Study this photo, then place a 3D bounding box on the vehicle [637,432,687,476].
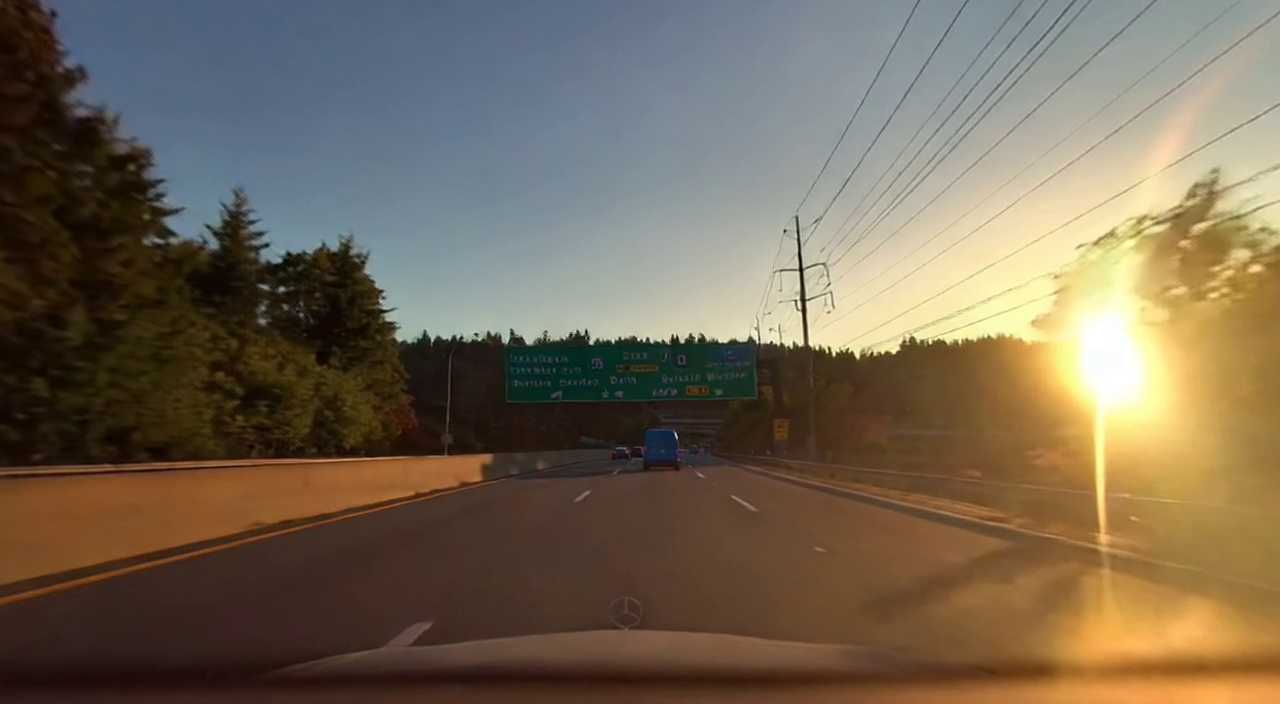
[{"bbox_3d":[1.087,4.986,31.023,2.261,1.969,5.104,0,-9,2],"label":"vehicle"}]
